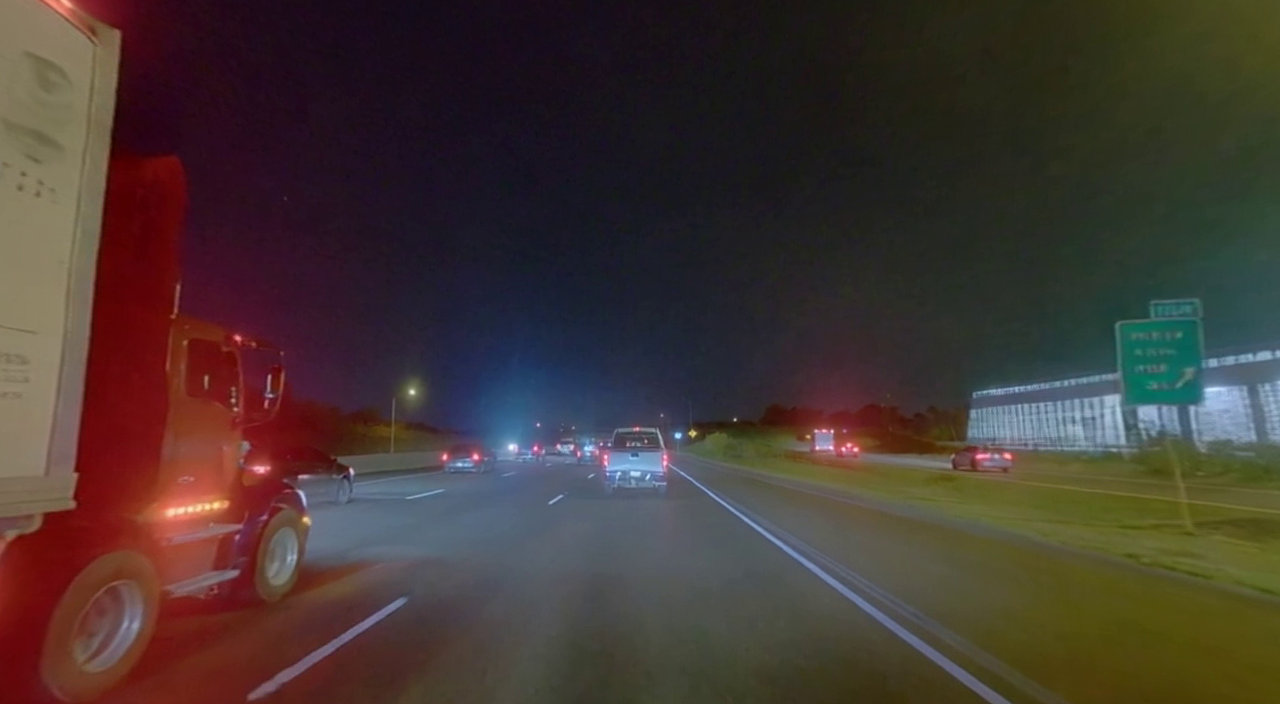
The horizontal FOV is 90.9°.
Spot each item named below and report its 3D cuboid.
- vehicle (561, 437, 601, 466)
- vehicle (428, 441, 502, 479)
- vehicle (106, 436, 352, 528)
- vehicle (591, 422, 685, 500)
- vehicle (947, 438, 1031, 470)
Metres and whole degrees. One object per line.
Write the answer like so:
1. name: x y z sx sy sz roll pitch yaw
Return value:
1. vehicle: -3.524 6.000 38.189 1.952 1.649 4.131 0 -9 1
2. vehicle: -7.349 4.552 26.903 1.869 1.466 4.217 0 -9 1
3. vehicle: -7.583 2.413 12.293 1.864 1.458 4.295 0 -9 1
4. vehicle: -0.054 2.815 16.527 2.152 1.779 3.924 0 -9 0
5. vehicle: 17.382 5.130 31.739 1.918 1.472 4.782 -1 -9 6
